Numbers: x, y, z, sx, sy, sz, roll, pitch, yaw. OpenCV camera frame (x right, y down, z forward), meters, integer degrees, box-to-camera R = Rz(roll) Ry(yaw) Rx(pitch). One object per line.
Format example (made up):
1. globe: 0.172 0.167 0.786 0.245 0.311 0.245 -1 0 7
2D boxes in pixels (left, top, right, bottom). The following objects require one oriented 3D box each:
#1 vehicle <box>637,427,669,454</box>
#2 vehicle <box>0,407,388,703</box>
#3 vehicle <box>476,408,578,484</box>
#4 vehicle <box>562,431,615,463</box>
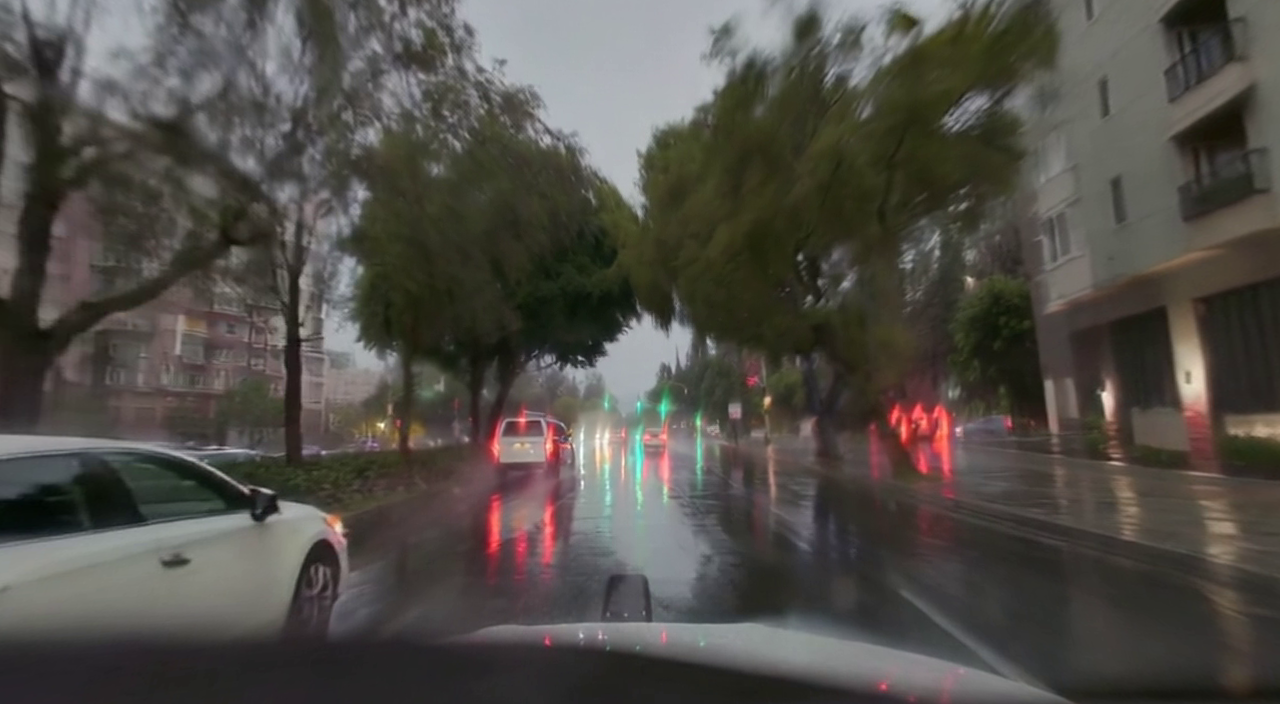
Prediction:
1. vehicle: 0.902 6.287 44.922 2.194 1.779 3.996 -1 -8 0
2. vehicle: -2.849 0.960 2.464 1.959 1.406 4.272 0 -8 0
3. vehicle: -3.250 2.815 19.147 2.152 1.987 4.527 -1 -8 1
4. vehicle: -2.508 4.736 31.580 2.246 1.481 4.146 -1 -8 1
